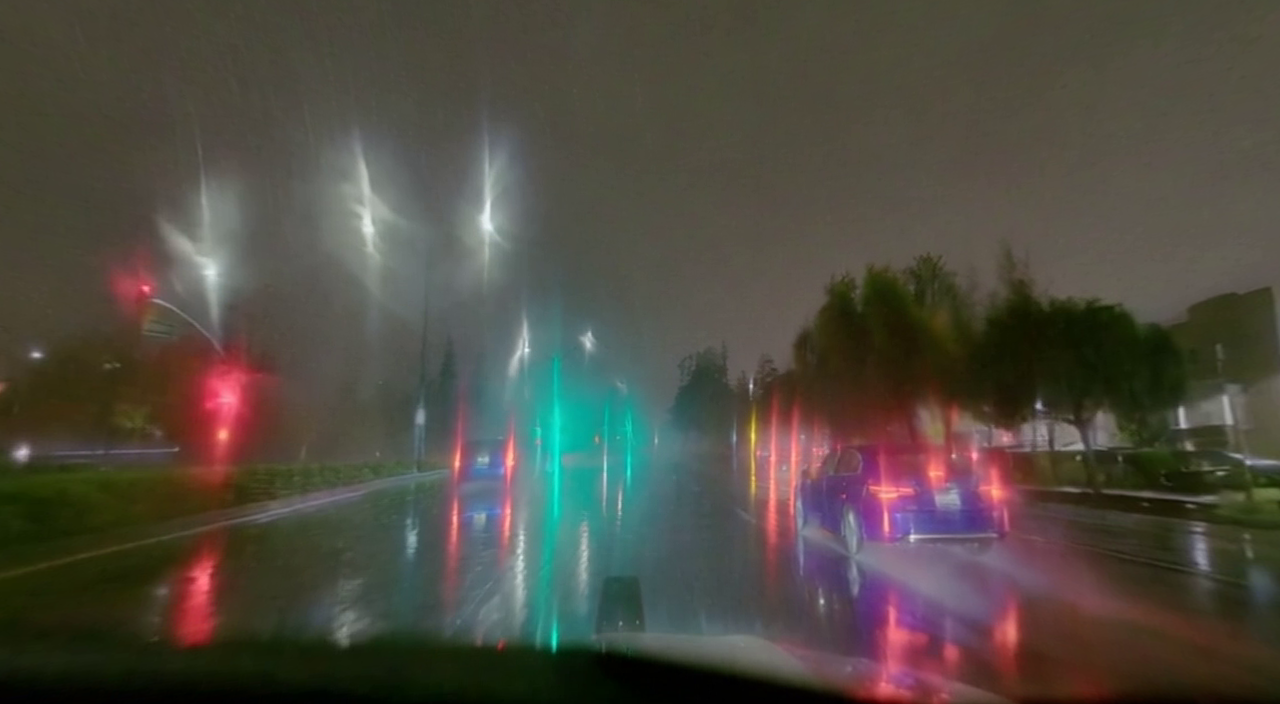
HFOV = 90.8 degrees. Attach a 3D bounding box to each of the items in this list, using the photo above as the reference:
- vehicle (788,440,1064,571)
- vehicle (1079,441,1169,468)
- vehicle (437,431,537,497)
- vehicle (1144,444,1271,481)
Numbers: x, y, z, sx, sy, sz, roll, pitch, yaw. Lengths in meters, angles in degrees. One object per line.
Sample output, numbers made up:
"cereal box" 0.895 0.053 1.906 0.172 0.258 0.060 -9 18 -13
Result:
"vehicle" 3.669 2.015 9.190 1.918 1.418 4.360 0 -8 -1
"vehicle" 27.840 5.874 36.317 4.494 1.467 1.877 3 -9 -20
"vehicle" -4.295 3.214 18.508 2.085 1.693 4.301 0 -8 -3
"vehicle" 22.540 4.357 25.102 4.391 1.343 1.710 3 -9 -18
